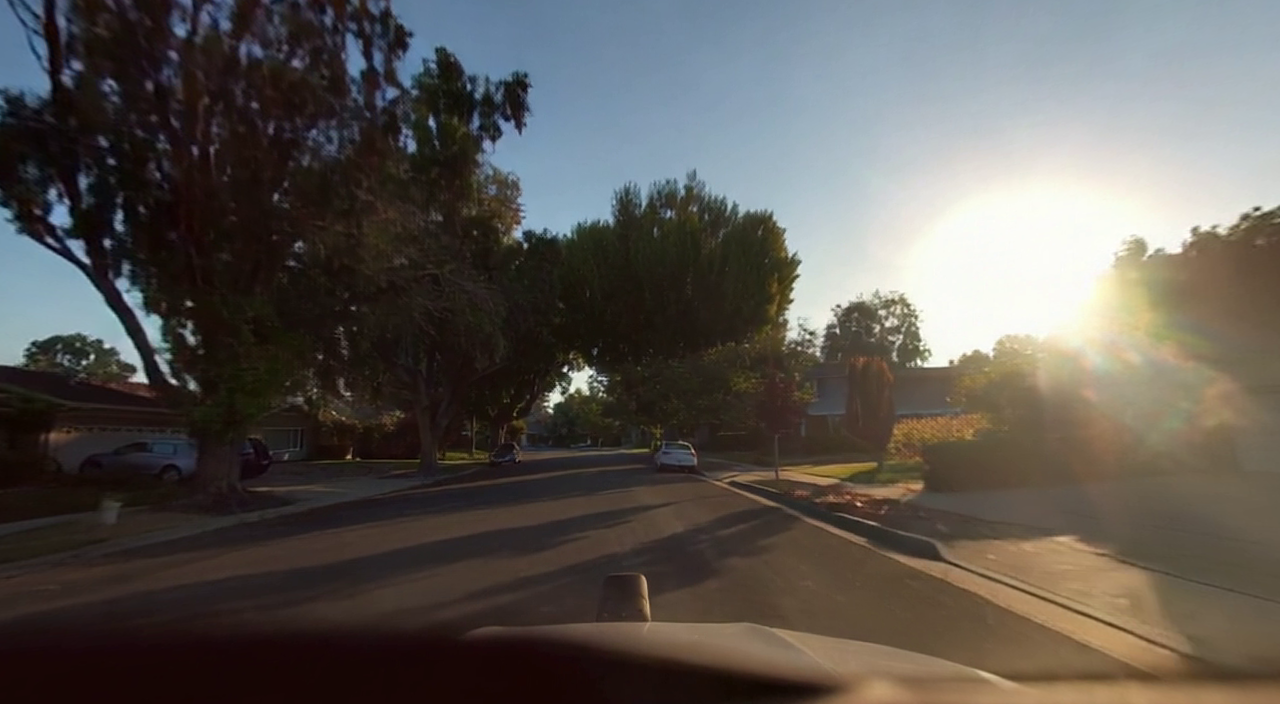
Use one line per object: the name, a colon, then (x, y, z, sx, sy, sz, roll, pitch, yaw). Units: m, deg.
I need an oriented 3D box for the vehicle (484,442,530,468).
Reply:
vehicle: (-8.736, 6.868, 41.710, 1.943, 1.433, 4.717, -6, -10, 0)

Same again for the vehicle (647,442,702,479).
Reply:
vehicle: (1.402, 4.674, 27.381, 2.088, 1.429, 4.796, 0, -8, 0)

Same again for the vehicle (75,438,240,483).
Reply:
vehicle: (-17.052, 3.821, 22.335, 4.344, 1.483, 1.928, -1, -8, 4)
